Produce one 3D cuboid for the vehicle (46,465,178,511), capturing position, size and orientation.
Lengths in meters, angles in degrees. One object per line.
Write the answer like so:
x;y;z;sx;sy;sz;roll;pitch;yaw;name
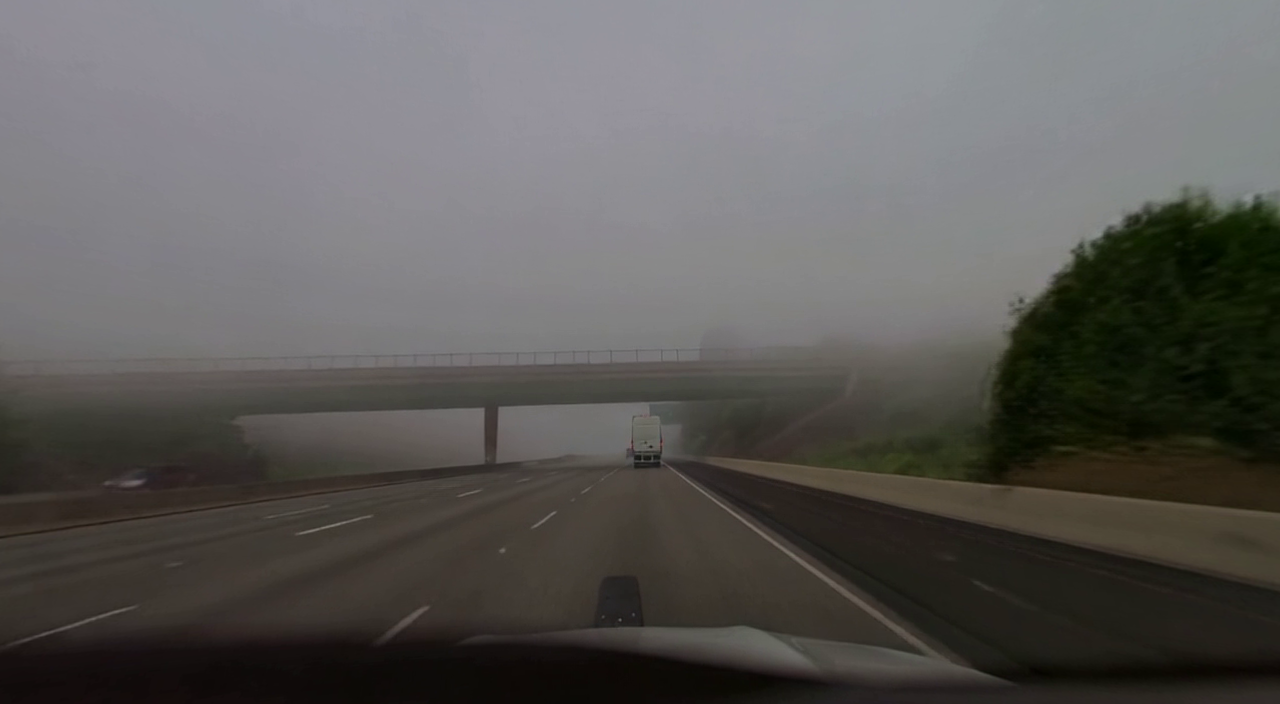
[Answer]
-24.185;6.208;29.201;1.923;1.822;4.735;-1;-9;1;vehicle
